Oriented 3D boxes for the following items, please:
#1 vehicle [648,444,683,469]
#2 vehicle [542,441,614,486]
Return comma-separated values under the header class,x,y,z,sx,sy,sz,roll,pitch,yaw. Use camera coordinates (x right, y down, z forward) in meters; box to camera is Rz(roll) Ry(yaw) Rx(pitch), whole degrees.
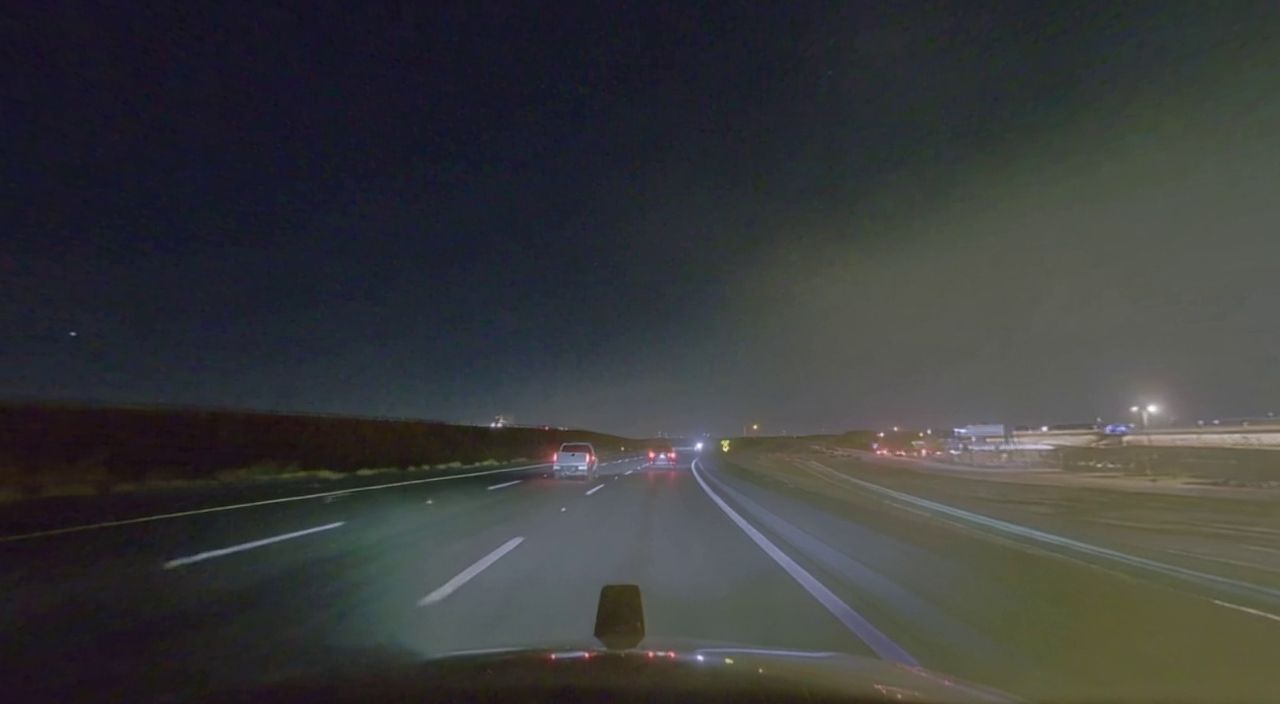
class,x,y,z,sx,sy,sz,roll,pitch,yaw
vehicle,1.658,6.811,41.265,2.129,1.502,4.321,-1,-9,2
vehicle,-2.295,4.278,24.544,2.129,1.563,4.387,-1,-9,3
